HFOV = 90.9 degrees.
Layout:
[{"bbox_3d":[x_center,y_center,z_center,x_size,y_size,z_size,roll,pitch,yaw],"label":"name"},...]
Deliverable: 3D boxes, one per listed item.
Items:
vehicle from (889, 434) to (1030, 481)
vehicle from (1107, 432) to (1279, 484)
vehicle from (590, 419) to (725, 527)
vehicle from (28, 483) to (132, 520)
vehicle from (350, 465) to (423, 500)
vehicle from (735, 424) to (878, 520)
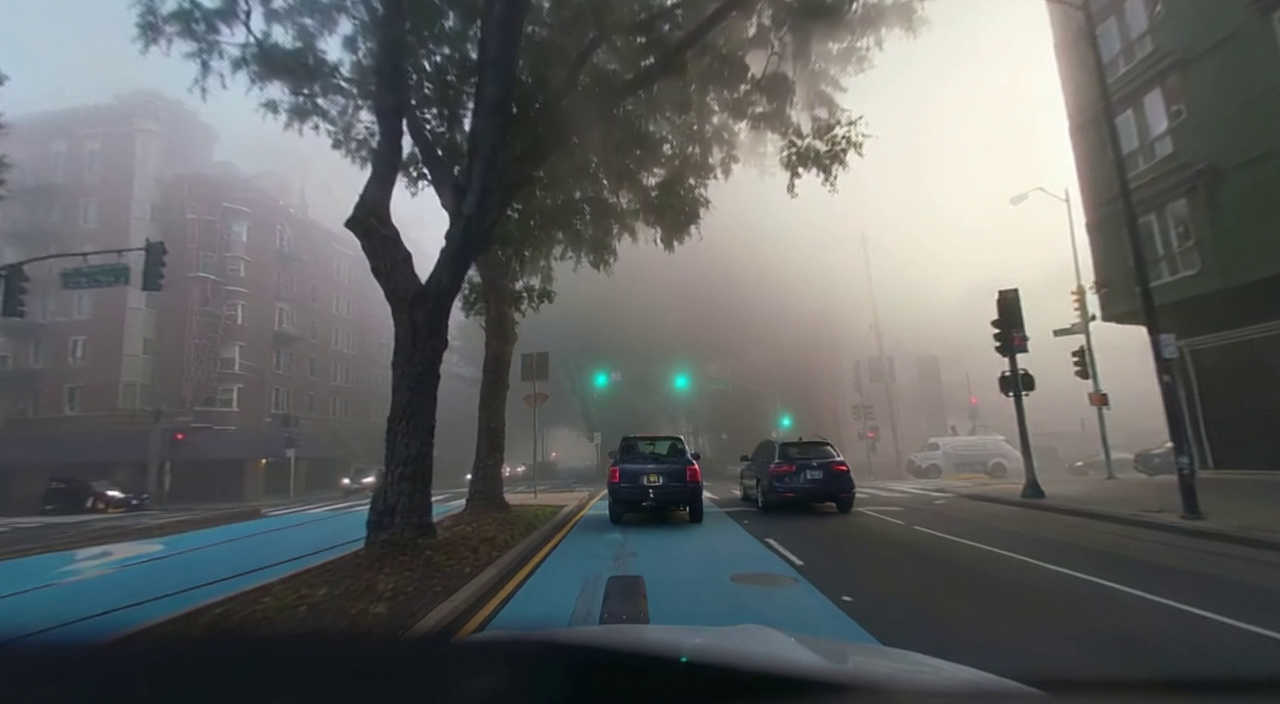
[{"bbox_3d":[14.279,4.748,28.502,5.156,2.005,2.122,-1,-9,6],"label":"vehicle"},{"bbox_3d":[18.924,3.604,21.555,4.248,1.642,1.961,0,-9,0],"label":"vehicle"},{"bbox_3d":[0.301,2.322,12.522,2.209,1.748,4.130,0,-9,0],"label":"vehicle"},{"bbox_3d":[-27.610,7.366,31.189,3.416,1.466,1.840,-3,-6,0],"label":"vehicle"},{"bbox_3d":[-13.419,6.914,33.697,2.035,1.619,4.327,0,-9,1],"label":"vehicle"},{"bbox_3d":[3.377,2.527,13.678,1.939,1.746,4.091,0,-9,0],"label":"vehicle"}]
